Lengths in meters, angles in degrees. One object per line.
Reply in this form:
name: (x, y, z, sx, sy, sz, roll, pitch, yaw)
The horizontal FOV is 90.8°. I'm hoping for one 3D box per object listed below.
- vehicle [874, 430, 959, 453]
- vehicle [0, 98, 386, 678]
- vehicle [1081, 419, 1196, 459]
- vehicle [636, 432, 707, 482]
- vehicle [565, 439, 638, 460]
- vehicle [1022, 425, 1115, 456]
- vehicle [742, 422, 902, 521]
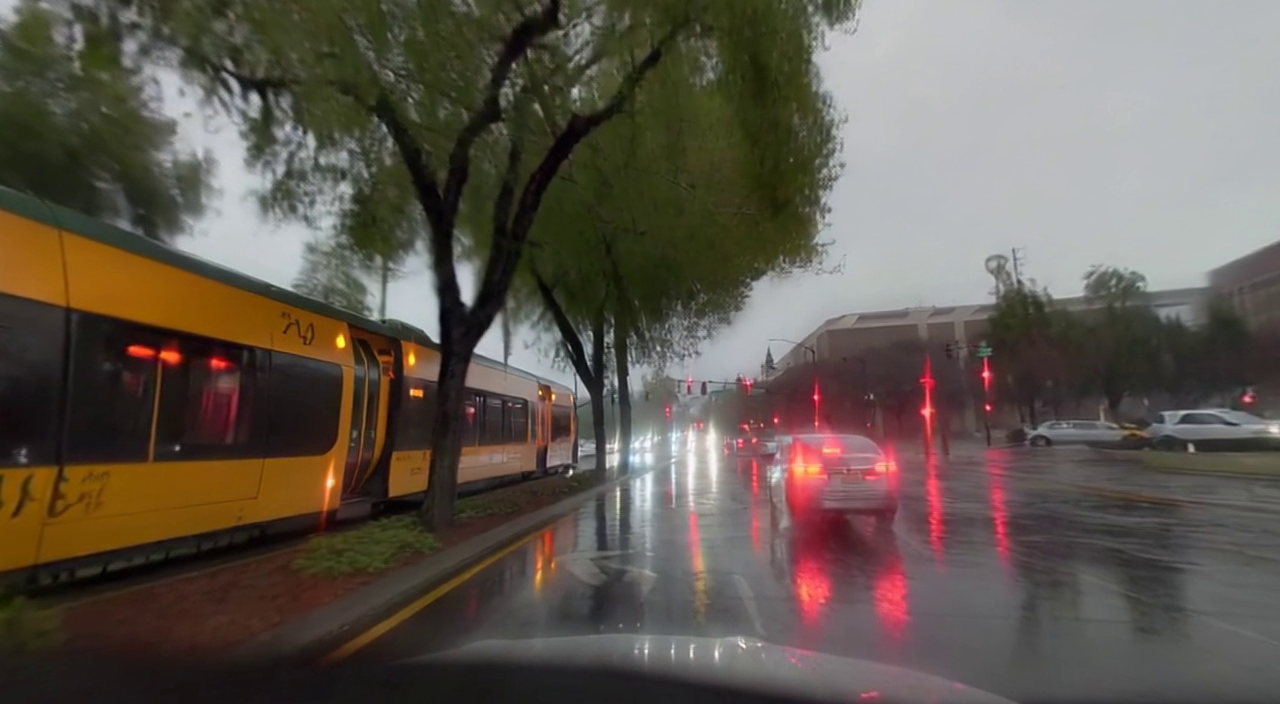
vehicle: (18.206, 5.900, 41.710, 4.701, 1.455, 1.805, 0, -8, 1)
vehicle: (-5.752, -0.016, 2.262, 2.897, 3.700, 13.528, -1, -8, 6)
vehicle: (20.641, 3.640, 26.380, 1.831, 1.545, 3.872, -1, -8, 5)
vehicle: (1.120, 3.430, 20.892, 2.118, 1.478, 4.076, -1, -8, 5)
vehicle: (-2.713, 6.977, 45.247, 4.941, 1.473, 1.885, -1, -8, 6)
vehicle: (21.102, 4.394, 31.349, 1.796, 1.434, 4.504, -1, -8, 5)
vehicle: (3.114, 2.138, 11.833, 2.002, 1.471, 4.337, -1, -8, 4)
